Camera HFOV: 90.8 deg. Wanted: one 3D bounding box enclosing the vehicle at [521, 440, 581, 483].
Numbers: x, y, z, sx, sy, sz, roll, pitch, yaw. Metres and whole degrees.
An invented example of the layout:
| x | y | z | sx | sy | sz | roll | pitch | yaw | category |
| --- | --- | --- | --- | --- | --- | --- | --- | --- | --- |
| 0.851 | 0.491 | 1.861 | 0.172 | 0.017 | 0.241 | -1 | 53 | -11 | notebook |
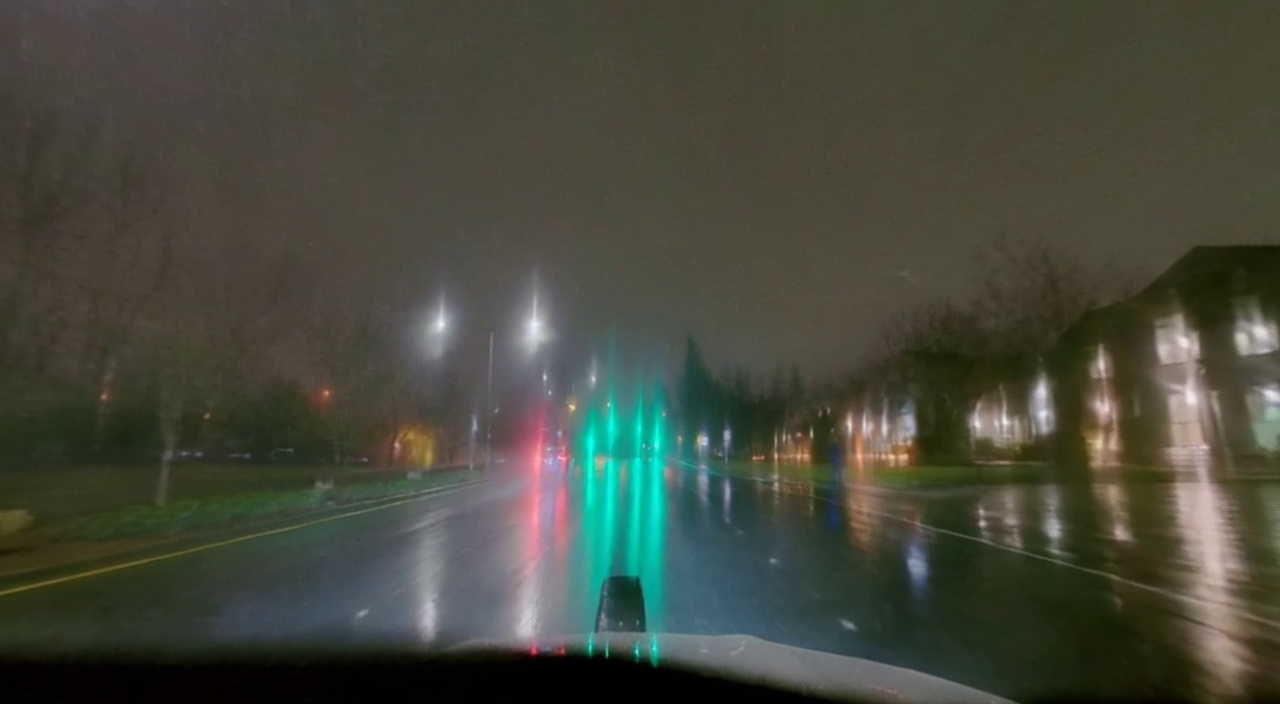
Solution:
| x | y | z | sx | sy | sz | roll | pitch | yaw | category |
| --- | --- | --- | --- | --- | --- | --- | --- | --- | --- |
| -3.854 | 4.800 | 28.085 | 1.993 | 1.733 | 4.262 | 0 | -9 | 1 | vehicle |
